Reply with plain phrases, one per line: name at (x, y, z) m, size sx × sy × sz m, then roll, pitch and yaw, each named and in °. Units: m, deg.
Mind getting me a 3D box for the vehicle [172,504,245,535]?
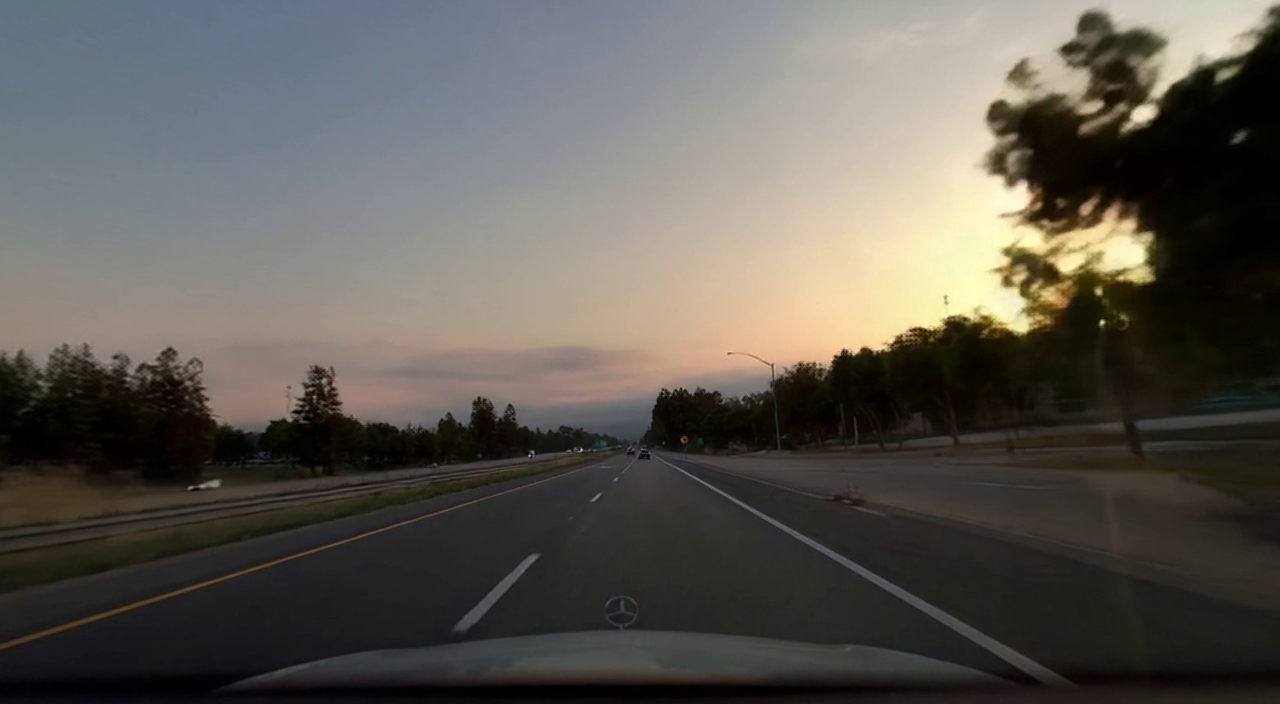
vehicle at (-30.136, 11.703, 44.143) m, size 1.775 × 1.530 × 4.579 m, roll -1°, pitch -9°, yaw 2°
